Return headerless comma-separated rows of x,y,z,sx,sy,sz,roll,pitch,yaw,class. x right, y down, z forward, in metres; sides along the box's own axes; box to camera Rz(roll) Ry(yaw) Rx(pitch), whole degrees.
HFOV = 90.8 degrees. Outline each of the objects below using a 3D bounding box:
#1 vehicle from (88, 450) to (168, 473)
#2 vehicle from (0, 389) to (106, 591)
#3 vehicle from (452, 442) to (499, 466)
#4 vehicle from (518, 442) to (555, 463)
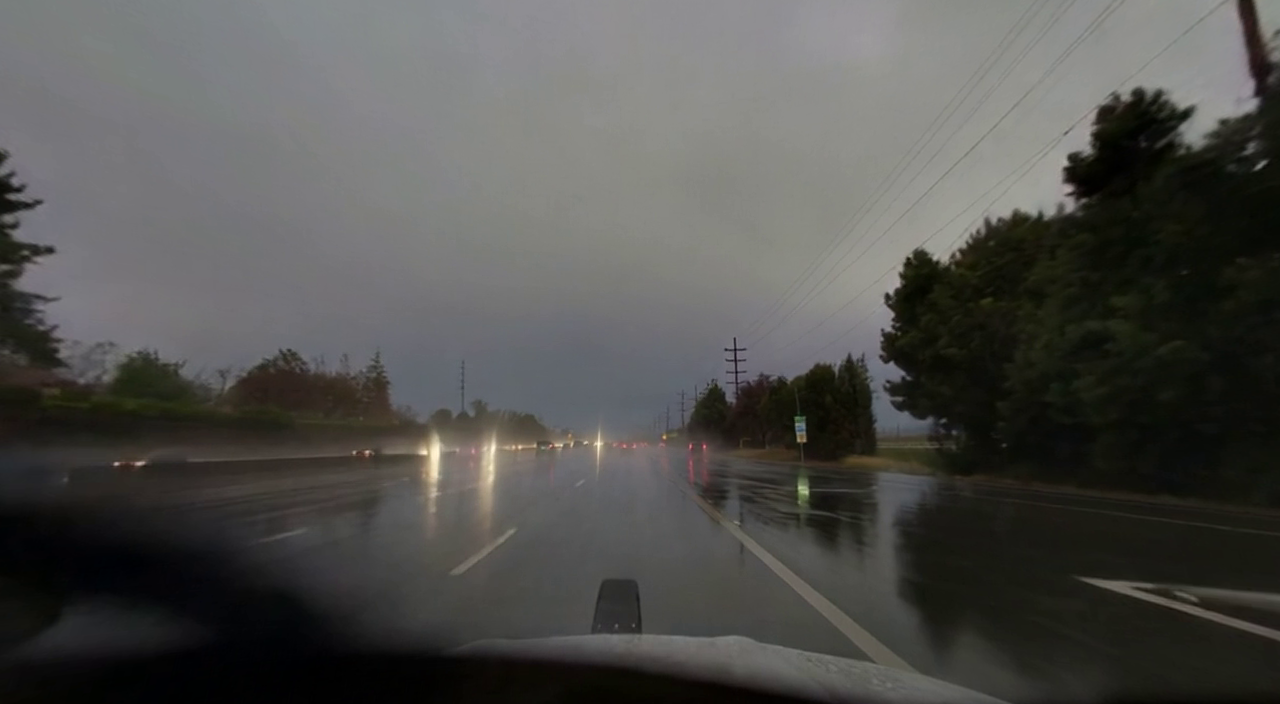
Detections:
-34.355,7.334,42.540,1.777,1.438,4.387,0,-8,-1,vehicle
-6.796,0.998,3.998,2.115,1.799,5.444,0,-8,-1,vehicle
-10.650,6.601,41.170,1.887,1.473,4.352,0,-8,0,vehicle
-7.482,7.325,46.194,1.954,1.432,4.183,0,-8,0,vehicle
